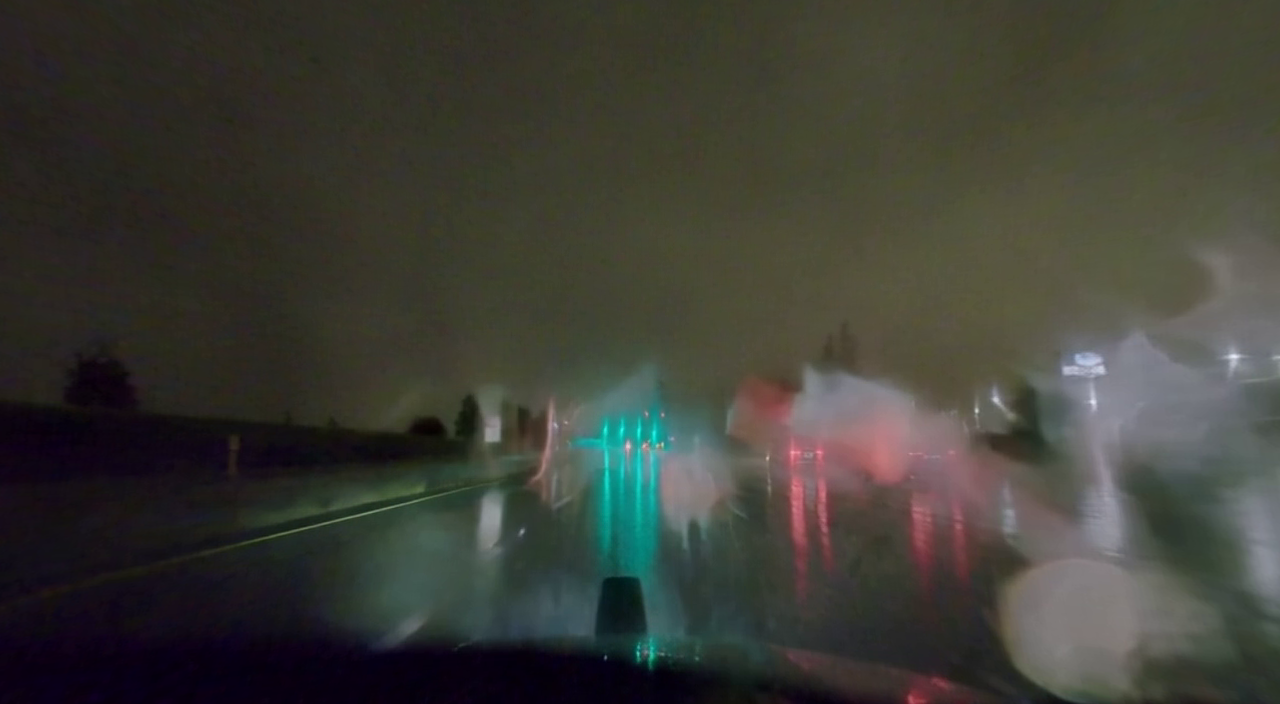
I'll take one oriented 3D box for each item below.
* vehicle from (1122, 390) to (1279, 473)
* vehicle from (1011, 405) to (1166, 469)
[{"bbox_3d":[30.291,4.310,33.419,2.774,3.876,8.078,0,-9,-1],"label":"vehicle"},{"bbox_3d":[29.947,5.846,42.972,2.849,3.823,9.839,0,-9,-3],"label":"vehicle"}]
